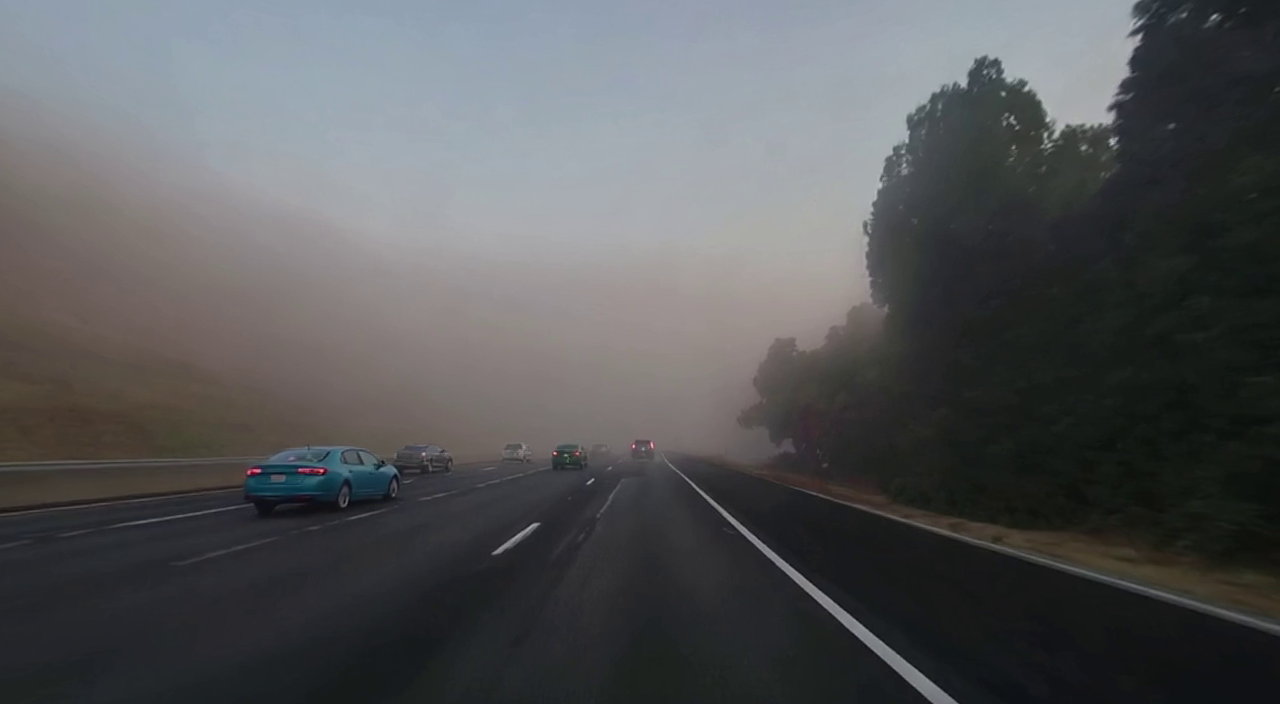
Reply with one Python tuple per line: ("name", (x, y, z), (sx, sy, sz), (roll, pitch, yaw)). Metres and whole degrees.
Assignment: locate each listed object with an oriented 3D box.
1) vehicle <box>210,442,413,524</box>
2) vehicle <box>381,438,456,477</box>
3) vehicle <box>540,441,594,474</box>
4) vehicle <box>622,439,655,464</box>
("vehicle", (-6.679, 2.658, 13.489), (1.991, 1.441, 4.265), (0, -8, 1))
("vehicle", (-10.715, 5.127, 30.928), (2.025, 1.750, 4.505), (0, -8, 0))
("vehicle", (-3.587, 5.293, 31.861), (2.144, 1.505, 4.649), (0, -8, 1))
("vehicle", (-0.108, 7.080, 45.168), (2.225, 1.674, 4.044), (0, -8, -1))
